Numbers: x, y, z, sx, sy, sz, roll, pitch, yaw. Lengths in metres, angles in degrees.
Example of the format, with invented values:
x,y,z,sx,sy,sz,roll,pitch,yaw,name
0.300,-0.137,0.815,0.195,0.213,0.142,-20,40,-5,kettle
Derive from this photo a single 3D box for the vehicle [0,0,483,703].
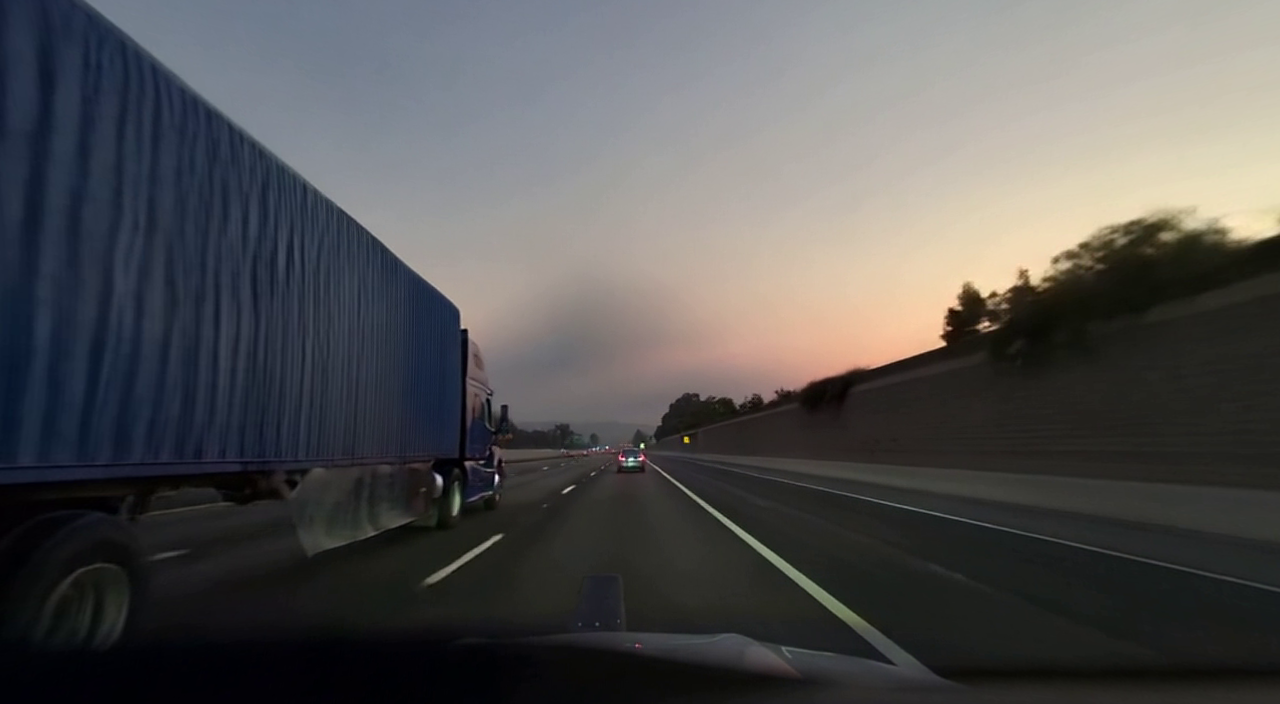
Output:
x,y,z,sx,sy,sz,roll,pitch,yaw,name
-3.994,-0.136,2.909,2.914,4.039,14.493,0,-9,0,vehicle

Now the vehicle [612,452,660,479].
x,y,z,sx,sy,sz,roll,pitch,yaw,name
-0.248,6.198,34.551,2.398,1.336,5.698,0,-9,-1,vehicle
